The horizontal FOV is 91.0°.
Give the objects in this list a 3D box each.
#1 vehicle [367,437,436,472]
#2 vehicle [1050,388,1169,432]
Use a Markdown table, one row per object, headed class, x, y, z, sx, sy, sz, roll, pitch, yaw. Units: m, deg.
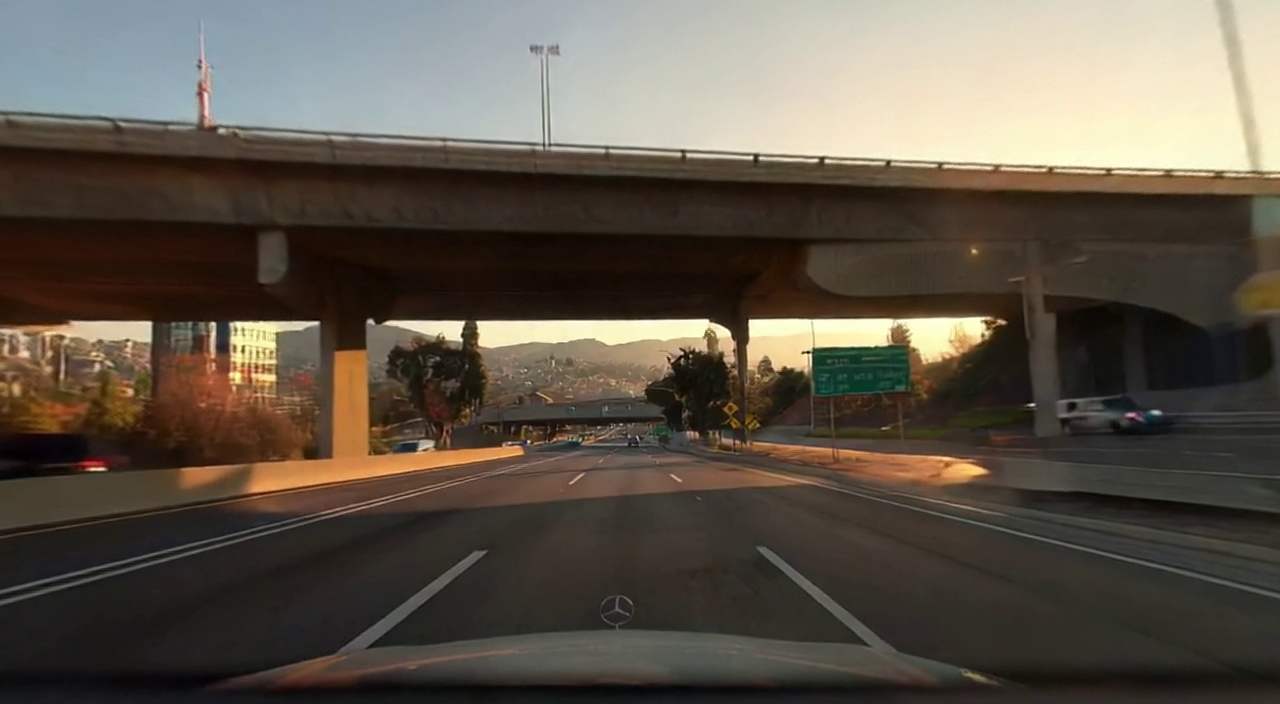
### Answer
| class | x | y | z | sx | sy | sz | roll | pitch | yaw |
| --- | --- | --- | --- | --- | --- | --- | --- | --- | --- |
| vehicle | -12.161 | 5.230 | 32.387 | 1.933 | 1.619 | 4.153 | -1 | -8 | 0 |
| vehicle | 22.719 | 2.906 | 30.766 | 2.046 | 1.878 | 4.733 | 0 | -8 | -1 |
